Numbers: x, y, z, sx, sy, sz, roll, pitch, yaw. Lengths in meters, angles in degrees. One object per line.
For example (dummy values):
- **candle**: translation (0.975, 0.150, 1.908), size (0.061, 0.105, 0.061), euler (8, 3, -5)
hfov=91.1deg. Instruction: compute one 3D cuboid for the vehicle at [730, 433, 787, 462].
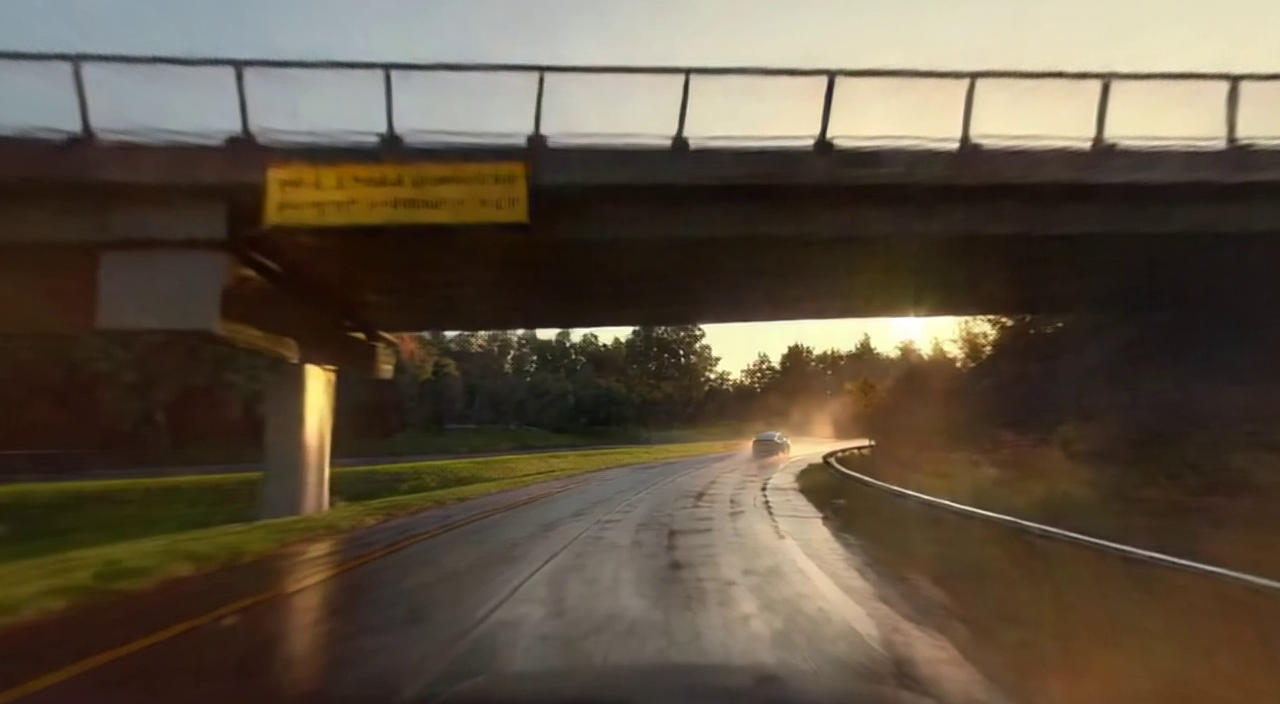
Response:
- **vehicle**: translation (6.333, 5.061, 33.365), size (1.980, 1.449, 3.650), euler (-5, -10, 26)
